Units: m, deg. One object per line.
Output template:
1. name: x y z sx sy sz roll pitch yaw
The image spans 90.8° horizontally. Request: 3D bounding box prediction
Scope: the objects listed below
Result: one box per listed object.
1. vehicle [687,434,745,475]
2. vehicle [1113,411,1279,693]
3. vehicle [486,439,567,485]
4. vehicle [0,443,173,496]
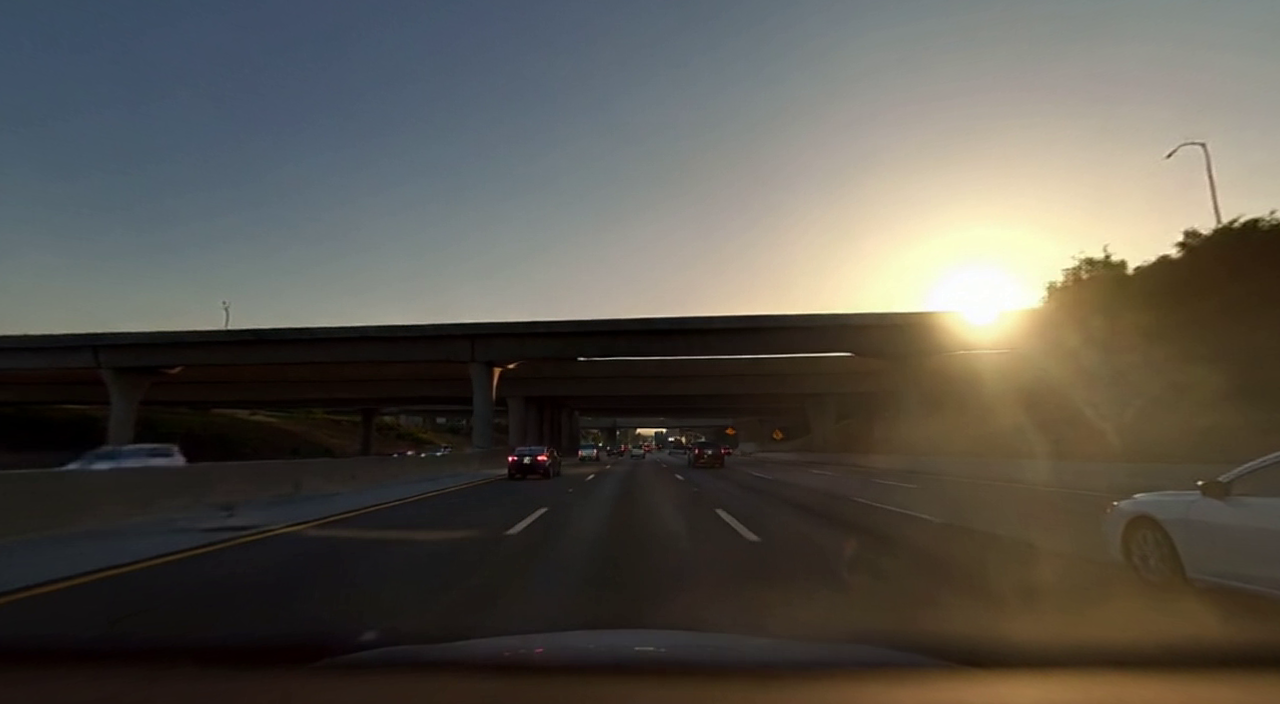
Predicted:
1. vehicle: 3.465 4.792 29.692 2.072 1.761 4.242 0 -8 -2
2. vehicle: 4.323 0.898 2.277 1.989 1.472 4.322 0 -8 2
3. vehicle: -4.006 3.989 23.205 1.997 1.476 4.703 0 -8 1
4. vehicle: -17.198 3.581 19.705 1.877 1.456 4.569 0 -9 -3
